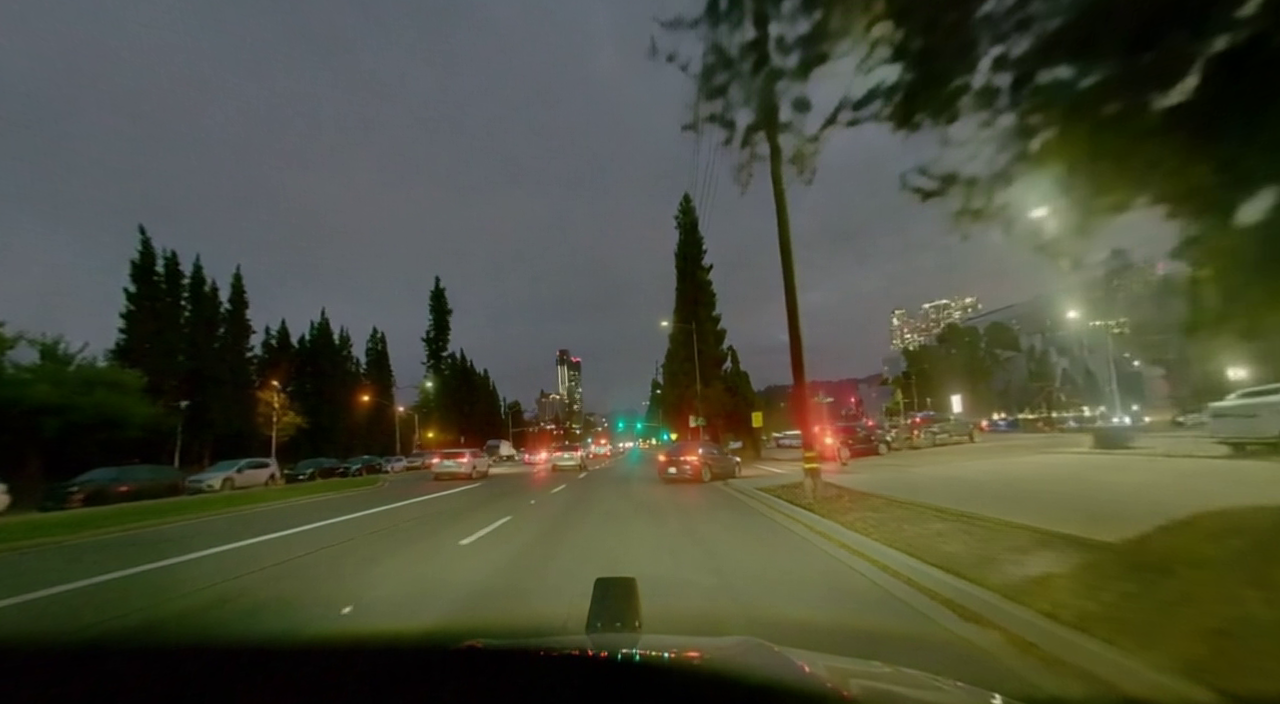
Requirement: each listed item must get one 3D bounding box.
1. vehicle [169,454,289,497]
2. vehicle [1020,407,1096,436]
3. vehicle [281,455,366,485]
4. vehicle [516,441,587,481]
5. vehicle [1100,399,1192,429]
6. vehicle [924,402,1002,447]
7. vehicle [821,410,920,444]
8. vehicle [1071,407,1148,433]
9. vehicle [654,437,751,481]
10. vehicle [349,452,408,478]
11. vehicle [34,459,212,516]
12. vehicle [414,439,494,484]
[{"bbox_3d":[-17.378,5.214,27.052,2.084,1.624,4.486,0,-8,0],"label":"vehicle"},{"bbox_3d":[27.232,4.606,41.392,1.992,1.498,4.667,-5,-9,4],"label":"vehicle"},{"bbox_3d":[-16.844,6.278,33.933,1.981,1.431,4.862,0,-8,1],"label":"vehicle"},{"bbox_3d":[-3.550,4.483,26.283,2.235,1.500,4.420,0,-8,1],"label":"vehicle"},{"bbox_3d":[32.675,4.089,41.000,2.137,1.697,4.811,-1,-8,3],"label":"vehicle"},{"bbox_3d":[17.130,3.923,33.303,2.569,2.081,6.193,-6,-10,35],"label":"vehicle"},{"bbox_3d":[14.025,4.631,38.703,5.161,1.993,2.293,0,-9,2],"label":"vehicle"},{"bbox_3d":[30.162,4.402,40.760,1.985,1.485,4.071,-1,-8,3],"label":"vehicle"},{"bbox_3d":[2.522,4.090,24.415,2.208,1.513,4.504,-4,-9,26],"label":"vehicle"},{"bbox_3d":[-16.632,7.201,40.413,1.849,1.472,4.441,0,-8,0],"label":"vehicle"},{"bbox_3d":[-16.769,4.371,20.897,1.923,1.543,4.687,0,-8,0],"label":"vehicle"},{"bbox_3d":[-7.890,4.676,27.224,2.054,1.744,4.422,0,-8,1],"label":"vehicle"}]
